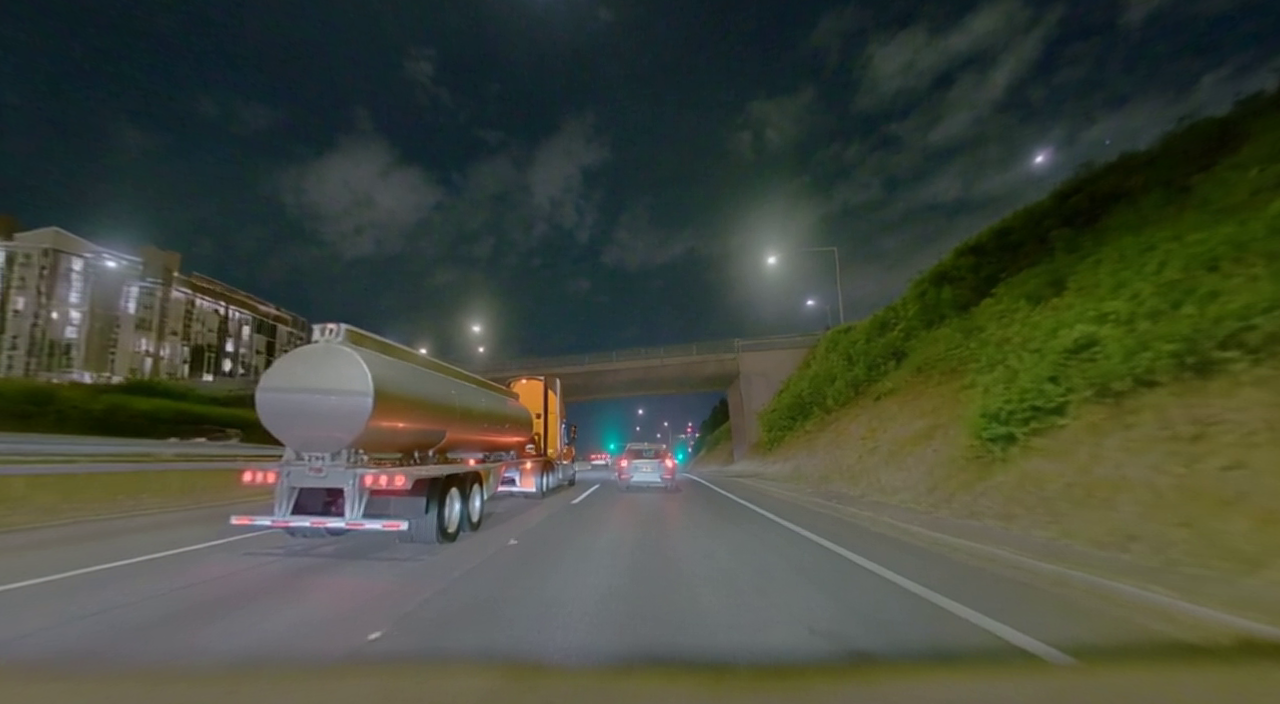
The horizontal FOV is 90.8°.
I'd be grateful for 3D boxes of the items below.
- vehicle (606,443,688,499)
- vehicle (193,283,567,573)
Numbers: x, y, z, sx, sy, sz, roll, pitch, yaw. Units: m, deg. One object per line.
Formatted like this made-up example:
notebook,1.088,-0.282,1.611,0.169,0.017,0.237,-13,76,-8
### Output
vehicle,0.178,3.515,19.202,2.215,1.481,4.246,0,-8,0
vehicle,-3.988,1.941,15.092,2.896,3.563,14.643,0,-8,-1
